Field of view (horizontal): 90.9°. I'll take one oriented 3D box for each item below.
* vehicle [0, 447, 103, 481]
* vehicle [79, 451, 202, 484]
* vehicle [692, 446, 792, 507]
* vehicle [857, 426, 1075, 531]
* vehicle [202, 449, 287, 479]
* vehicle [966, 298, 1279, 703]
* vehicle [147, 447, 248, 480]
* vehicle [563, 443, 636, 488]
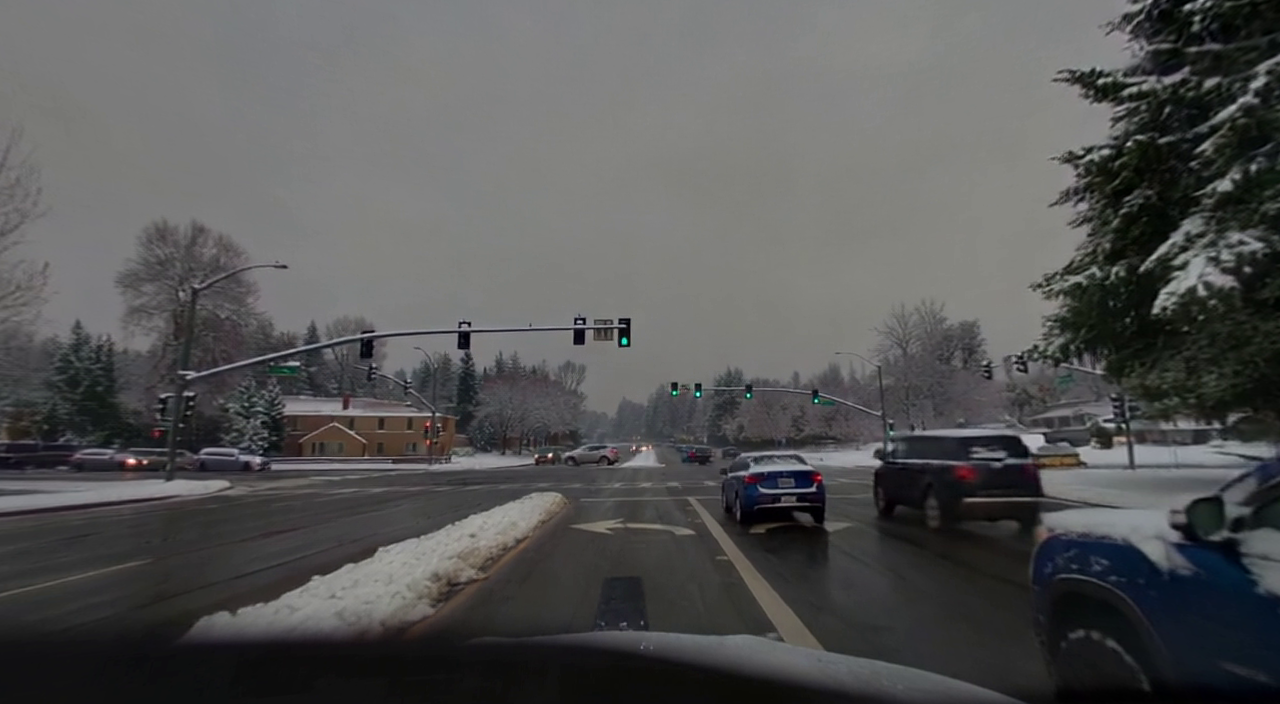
[{"bbox_3d":[-36.801,6.916,39.173,4.771,1.778,2.032,3,-8,-3],"label":"vehicle"},{"bbox_3d":[-26.284,6.066,33.309,4.724,1.630,1.968,0,-9,-2],"label":"vehicle"},{"bbox_3d":[2.692,3.419,17.814,2.009,1.480,4.423,0,-9,-1],"label":"vehicle"},{"bbox_3d":[6.572,2.591,13.503,2.105,1.830,4.610,0,-9,-1],"label":"vehicle"},{"bbox_3d":[-26.745,7.582,42.716,4.365,1.629,2.004,3,-8,0],"label":"vehicle"},{"bbox_3d":[2.834,0.617,1.034,2.115,1.737,4.642,0,-9,0],"label":"vehicle"},{"bbox_3d":[-27.736,6.989,39.619,4.689,1.734,2.034,3,-8,-1],"label":"vehicle"},{"bbox_3d":[-1.808,4.746,26.694,2.099,1.705,4.020,3,-9,-19],"label":"vehicle"}]
